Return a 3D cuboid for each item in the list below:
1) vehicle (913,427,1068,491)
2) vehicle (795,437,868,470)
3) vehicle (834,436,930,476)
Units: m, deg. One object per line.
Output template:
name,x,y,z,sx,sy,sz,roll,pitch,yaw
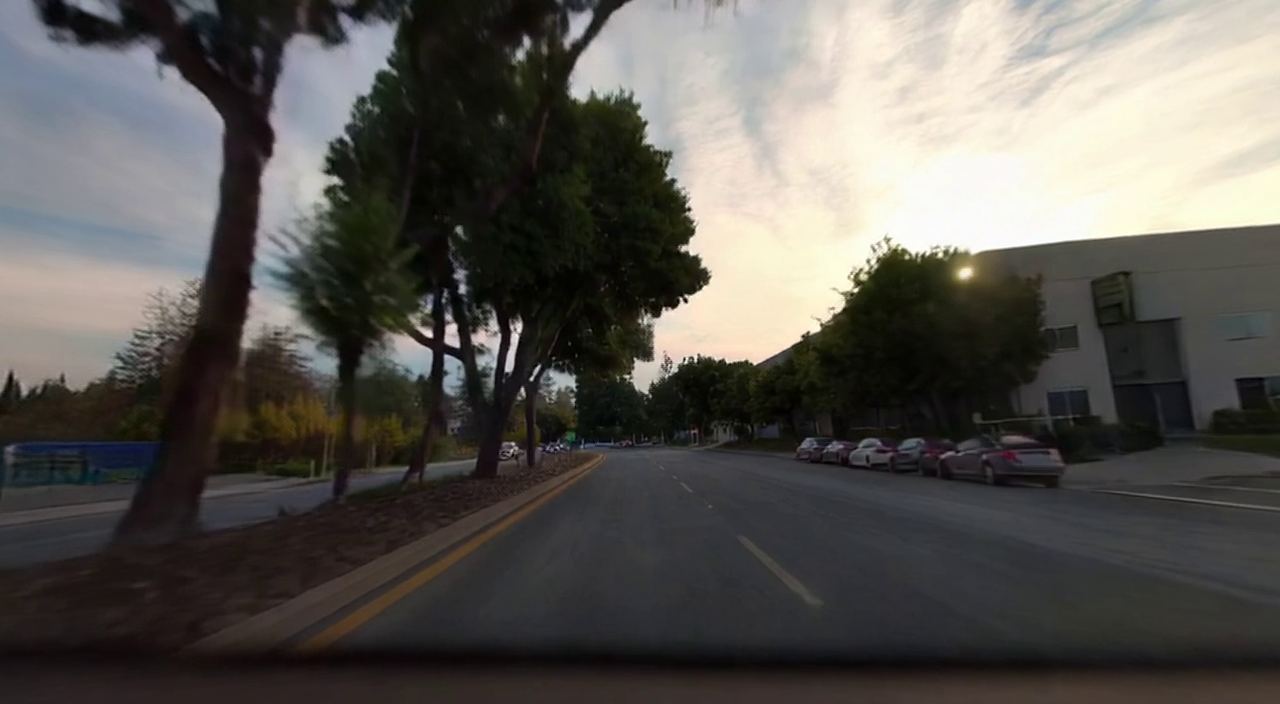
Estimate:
vehicle,9.831,3.037,18.182,1.970,1.610,4.247,0,-8,-1
vehicle,9.446,5.049,31.607,1.898,1.477,4.695,1,-8,-4
vehicle,9.652,4.195,25.657,1.930,1.453,4.665,0,-8,-1
